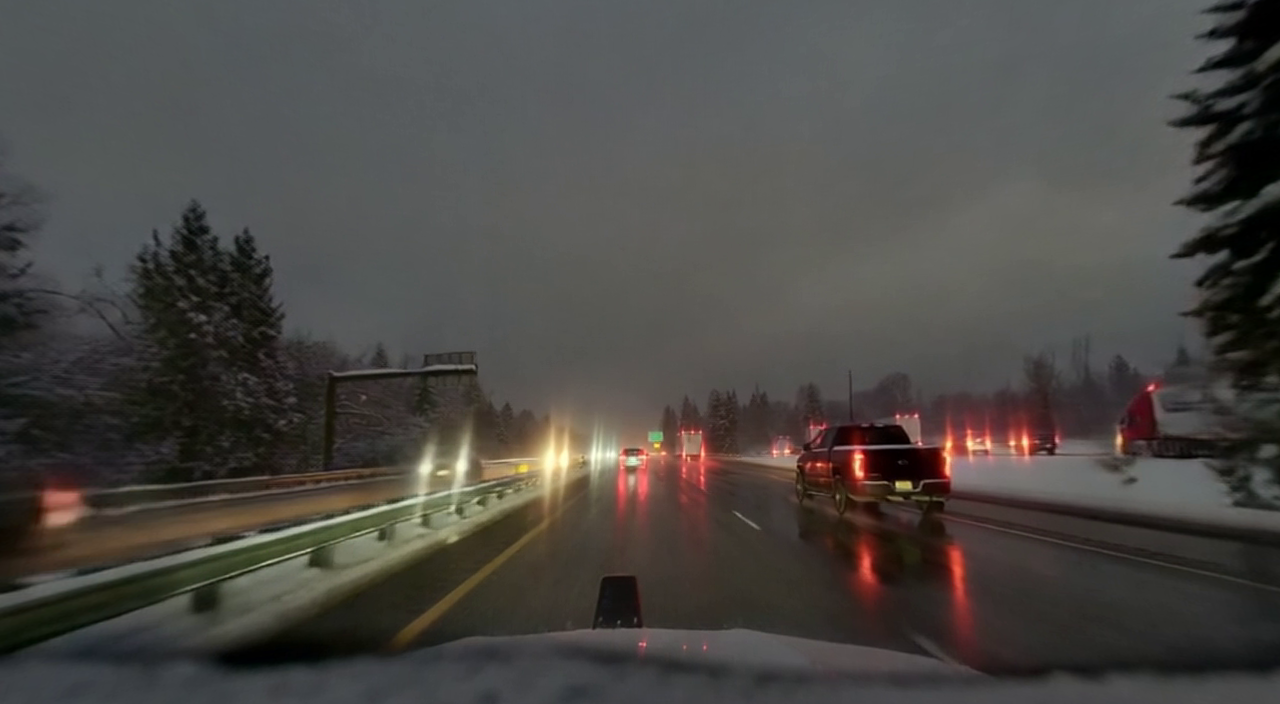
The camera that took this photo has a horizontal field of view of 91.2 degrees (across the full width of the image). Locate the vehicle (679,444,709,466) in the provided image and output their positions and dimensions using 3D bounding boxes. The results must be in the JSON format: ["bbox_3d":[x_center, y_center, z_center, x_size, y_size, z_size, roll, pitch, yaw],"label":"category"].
[{"bbox_3d":[4.141,7.948,48.432,1.936,1.589,3.915,0,-9,0],"label":"vehicle"}]

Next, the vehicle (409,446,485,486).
[{"bbox_3d":[-8.708,5.168,28.727,1.995,1.677,4.480,0,-9,1],"label":"vehicle"}]

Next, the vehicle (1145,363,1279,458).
[{"bbox_3d":[28.658,2.557,27.078,2.909,3.998,13.523,-1,-9,2],"label":"vehicle"}]

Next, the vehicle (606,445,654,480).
[{"bbox_3d":[-0.395,4.977,28.460,2.029,1.483,3.769,0,-9,1],"label":"vehicle"}]

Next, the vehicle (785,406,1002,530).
[{"bbox_3d":[4.607,2.218,12.459,2.261,1.952,4.784,0,-9,0],"label":"vehicle"}]
